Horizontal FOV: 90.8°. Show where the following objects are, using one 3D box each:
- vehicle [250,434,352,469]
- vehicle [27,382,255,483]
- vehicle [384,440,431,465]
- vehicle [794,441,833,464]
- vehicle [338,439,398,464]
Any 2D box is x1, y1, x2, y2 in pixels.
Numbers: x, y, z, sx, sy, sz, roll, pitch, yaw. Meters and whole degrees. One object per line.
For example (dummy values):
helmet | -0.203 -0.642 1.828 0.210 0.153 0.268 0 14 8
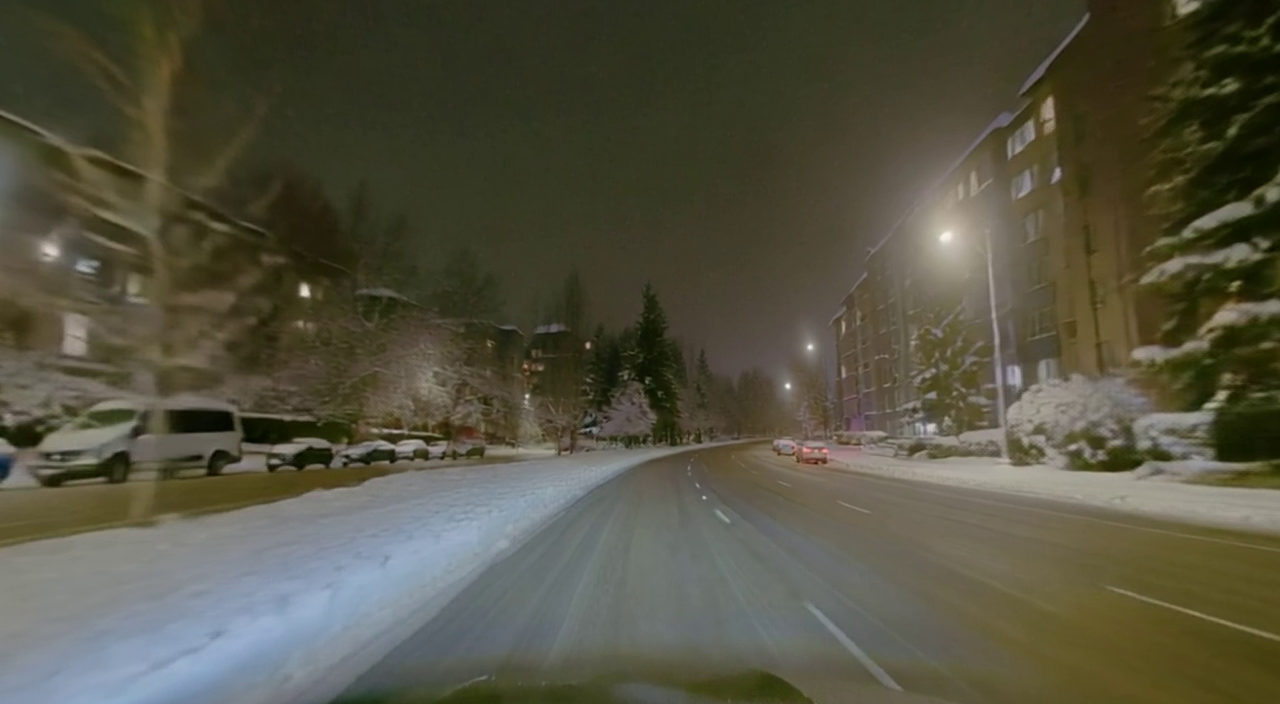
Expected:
vehicle | -17.994 5.331 33.953 2.076 1.703 5.595 0 -9 4
vehicle | -18.448 3.137 24.156 2.766 3.279 6.821 0 -9 3
vehicle | -17.086 7.402 46.598 1.686 1.671 4.477 -1 -9 1
vehicle | 12.734 7.410 46.740 1.992 1.615 4.460 -1 -9 5
vehicle | -17.520 6.458 40.983 1.854 1.490 4.331 -2 -9 2
